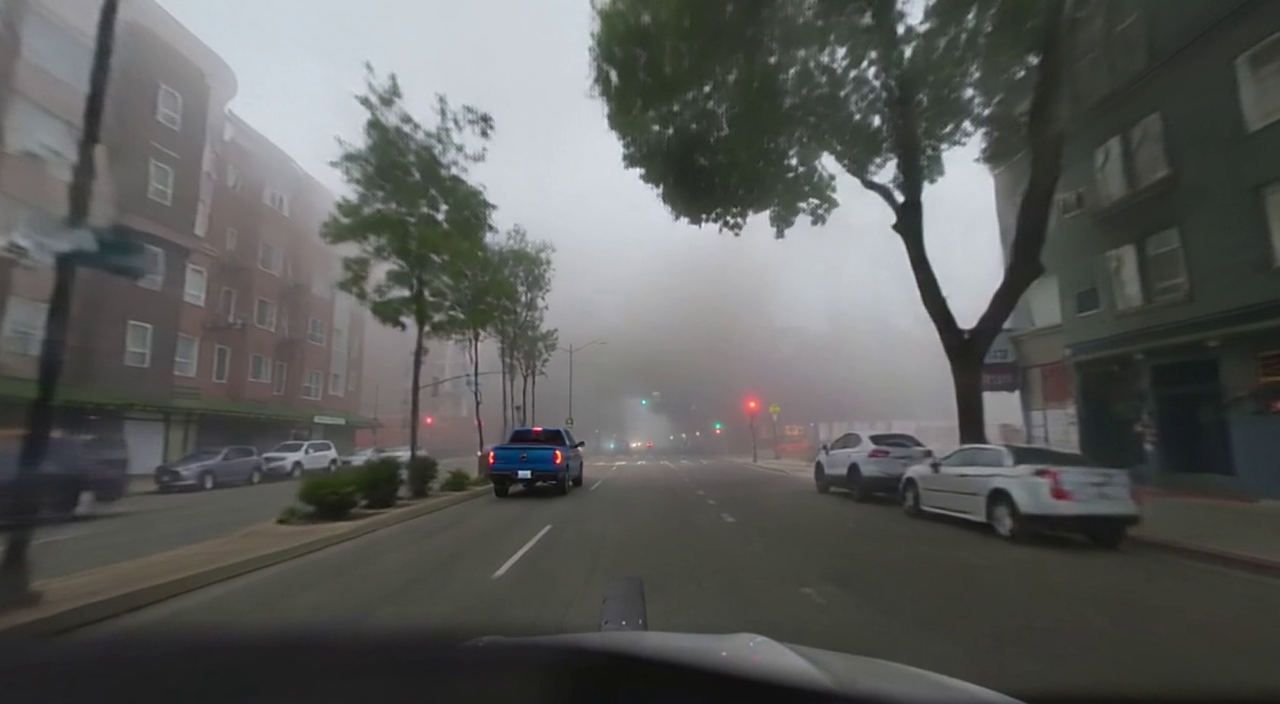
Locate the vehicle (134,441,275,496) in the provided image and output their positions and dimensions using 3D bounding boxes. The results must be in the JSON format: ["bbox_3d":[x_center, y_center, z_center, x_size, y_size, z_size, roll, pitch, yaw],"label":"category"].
[{"bbox_3d":[-16.113,4.288,23.711,1.928,1.824,4.664,0,-9,0],"label":"vehicle"}]

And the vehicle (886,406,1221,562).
[{"bbox_3d":[5.887,1.940,10.004,2.043,1.841,4.842,0,-9,1],"label":"vehicle"}]

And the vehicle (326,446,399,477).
[{"bbox_3d":[-15.949,6.298,36.558,2.100,1.596,4.739,-2,-9,0],"label":"vehicle"}]

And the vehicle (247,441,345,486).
[{"bbox_3d":[-15.888,5.135,29.488,1.948,1.827,4.730,-2,-8,0],"label":"vehicle"}]

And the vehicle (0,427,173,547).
[{"bbox_3d":[-10.159,2.087,10.033,2.013,1.704,4.364,0,-9,1],"label":"vehicle"}]

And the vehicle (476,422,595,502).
[{"bbox_3d":[-2.566,2.900,17.047,2.197,1.786,5.365,0,-9,1],"label":"vehicle"}]
